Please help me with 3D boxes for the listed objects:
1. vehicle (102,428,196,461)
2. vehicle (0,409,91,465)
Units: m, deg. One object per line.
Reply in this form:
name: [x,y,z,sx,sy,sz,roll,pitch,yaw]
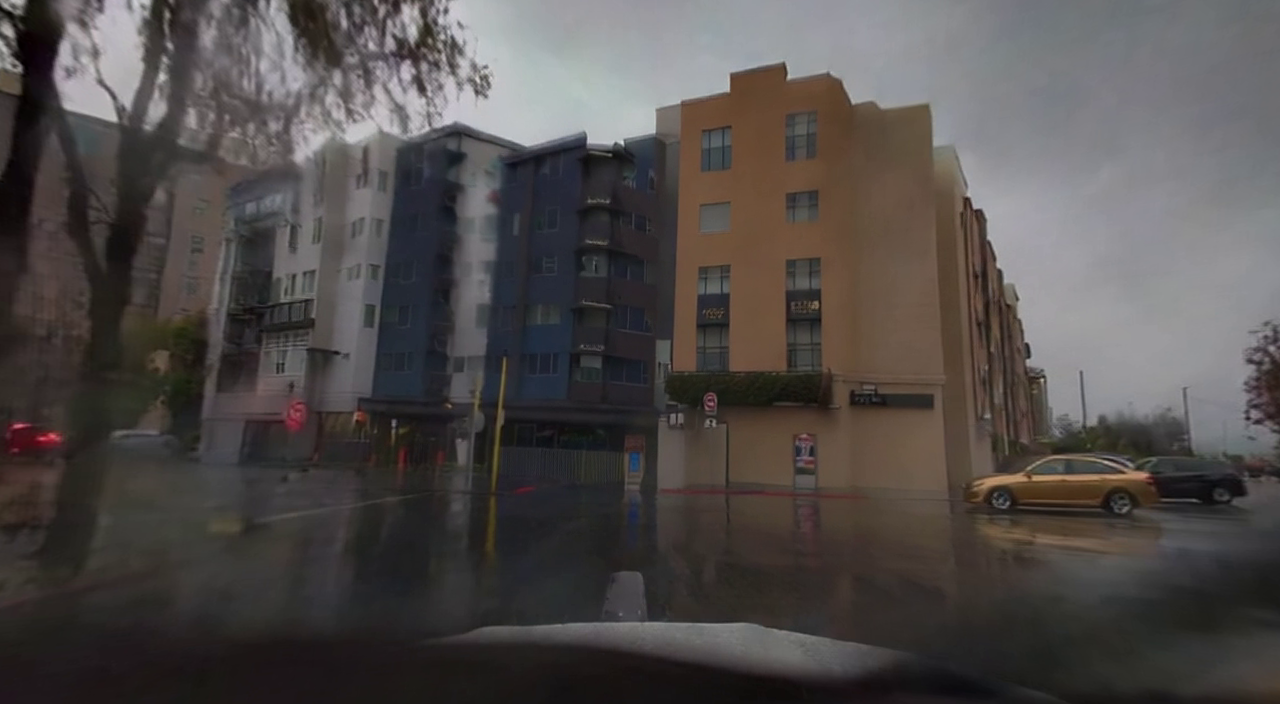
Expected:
vehicle: [-25.648,4.806,33.042,1.870,1.563,4.039,-2,-7,-3]
vehicle: [-22.251,3.130,22.561,1.675,1.587,3.980,-3,-12,-4]
